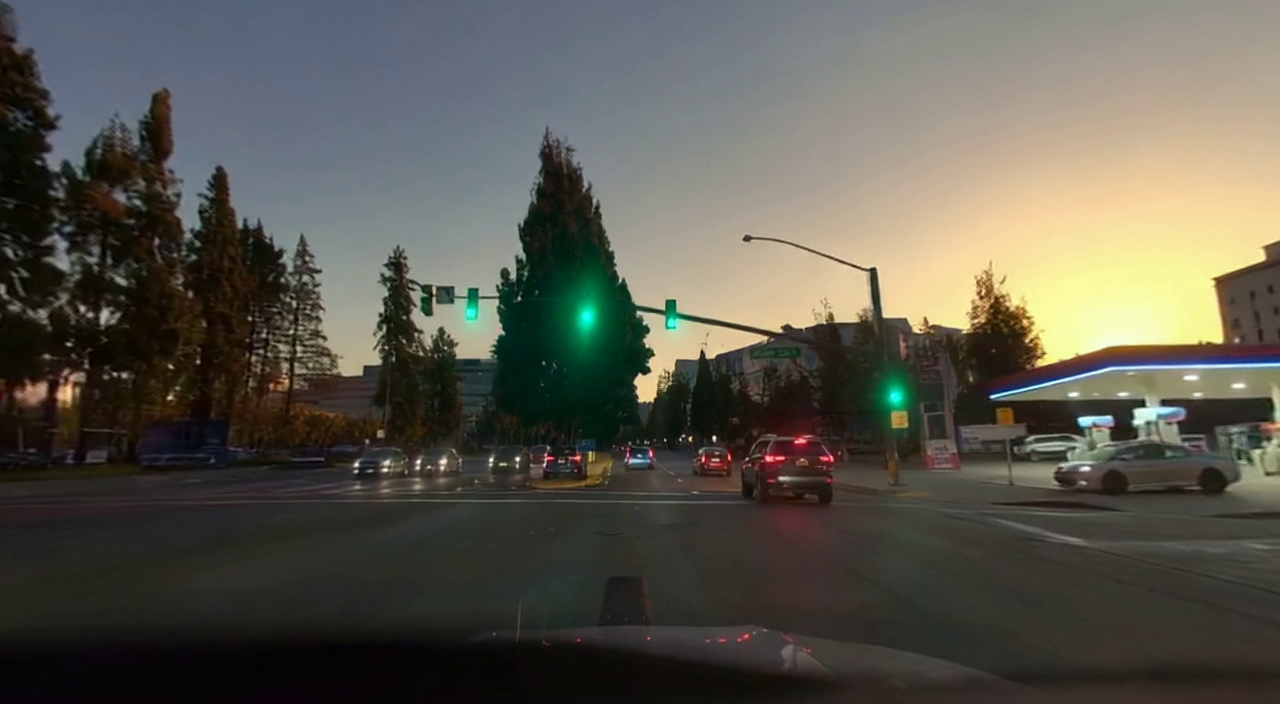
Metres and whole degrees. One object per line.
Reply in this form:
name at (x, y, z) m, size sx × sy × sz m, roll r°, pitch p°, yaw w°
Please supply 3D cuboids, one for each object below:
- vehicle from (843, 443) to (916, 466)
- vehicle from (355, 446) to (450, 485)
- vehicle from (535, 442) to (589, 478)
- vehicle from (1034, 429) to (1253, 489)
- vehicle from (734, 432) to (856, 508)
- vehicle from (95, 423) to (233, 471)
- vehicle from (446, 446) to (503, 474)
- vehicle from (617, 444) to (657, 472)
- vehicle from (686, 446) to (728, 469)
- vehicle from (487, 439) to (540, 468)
vehicle at (17.084, 7.324, 45.092) m, size 4.506 × 1.604 × 1.830 m, roll 0°, pitch -9°, yaw -1°
vehicle at (-9.612, 4.616, 26.018) m, size 2.023 × 1.433 × 4.699 m, roll 0°, pitch -9°, yaw 1°
vehicle at (-3.658, 5.154, 30.324) m, size 2.023 × 1.607 × 4.086 m, roll 0°, pitch -9°, yaw 1°
vehicle at (17.803, 3.806, 22.551) m, size 5.585 × 1.866 × 2.607 m, roll -1°, pitch -9°, yaw -3°
vehicle at (3.793, 2.971, 16.286) m, size 2.022 × 1.683 × 4.171 m, roll 0°, pitch -9°, yaw -1°
vehicle at (-33.752, 6.753, 44.898) m, size 7.339 × 3.284 × 2.857 m, roll 0°, pitch -9°, yaw -1°
vehicle at (-9.079, 5.946, 34.948) m, size 2.001 × 1.461 × 3.859 m, roll 0°, pitch -9°, yaw 2°
vehicle at (-0.142, 5.973, 35.683) m, size 2.104 × 1.477 × 4.591 m, roll 0°, pitch -9°, yaw 0°
vehicle at (4.456, 7.077, 42.429) m, size 2.174 × 1.462 × 4.400 m, roll 0°, pitch -9°, yaw -2°
vehicle at (-9.070, 7.350, 45.881) m, size 2.455 × 1.904 × 6.030 m, roll -1°, pitch -9°, yaw 2°
